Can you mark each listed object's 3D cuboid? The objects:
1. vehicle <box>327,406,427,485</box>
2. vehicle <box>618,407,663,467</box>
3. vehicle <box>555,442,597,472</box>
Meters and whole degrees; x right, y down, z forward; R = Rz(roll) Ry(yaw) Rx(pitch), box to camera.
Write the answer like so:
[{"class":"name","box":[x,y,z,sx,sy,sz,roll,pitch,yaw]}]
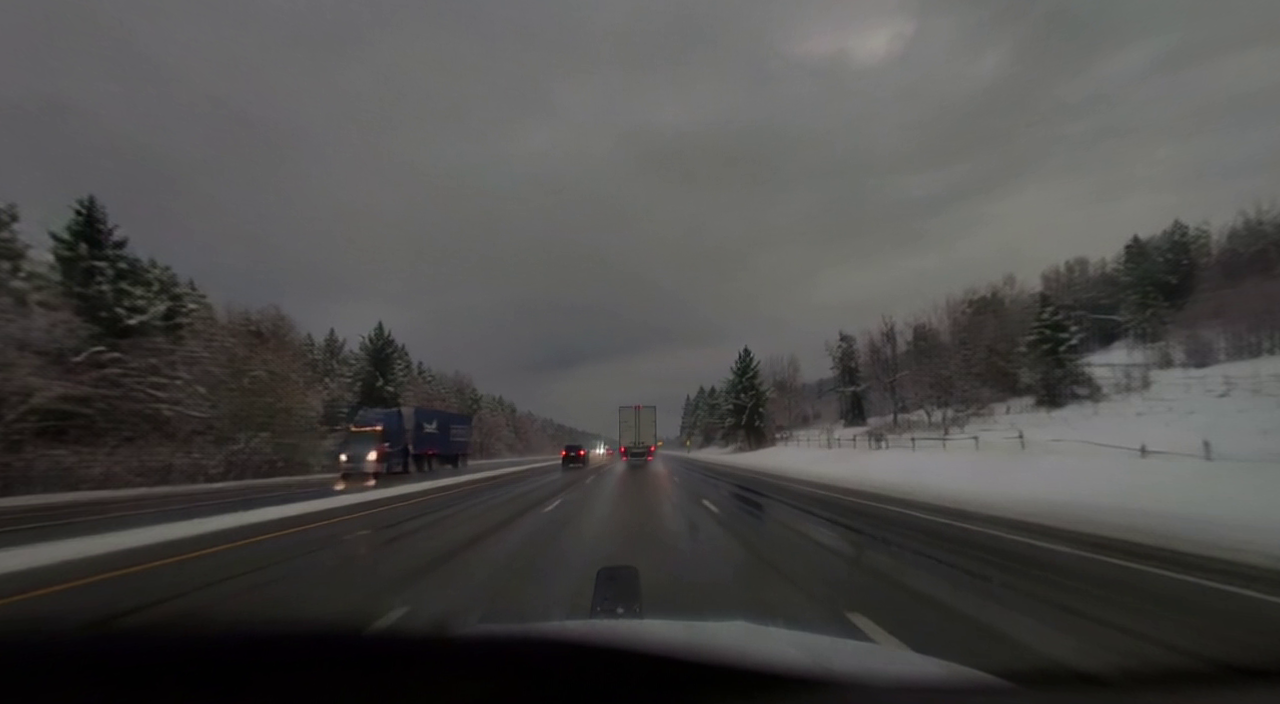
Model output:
[{"class":"vehicle","box":[-14.976,5.458,36.321,2.966,4.134,6.321,0,-9,0]},{"class":"vehicle","box":[-0.069,6.673,48.391,3.100,4.091,10.664,0,-9,-1]},{"class":"vehicle","box":[-3.716,6.220,37.202,2.112,1.645,4.129,0,-9,-1]}]
